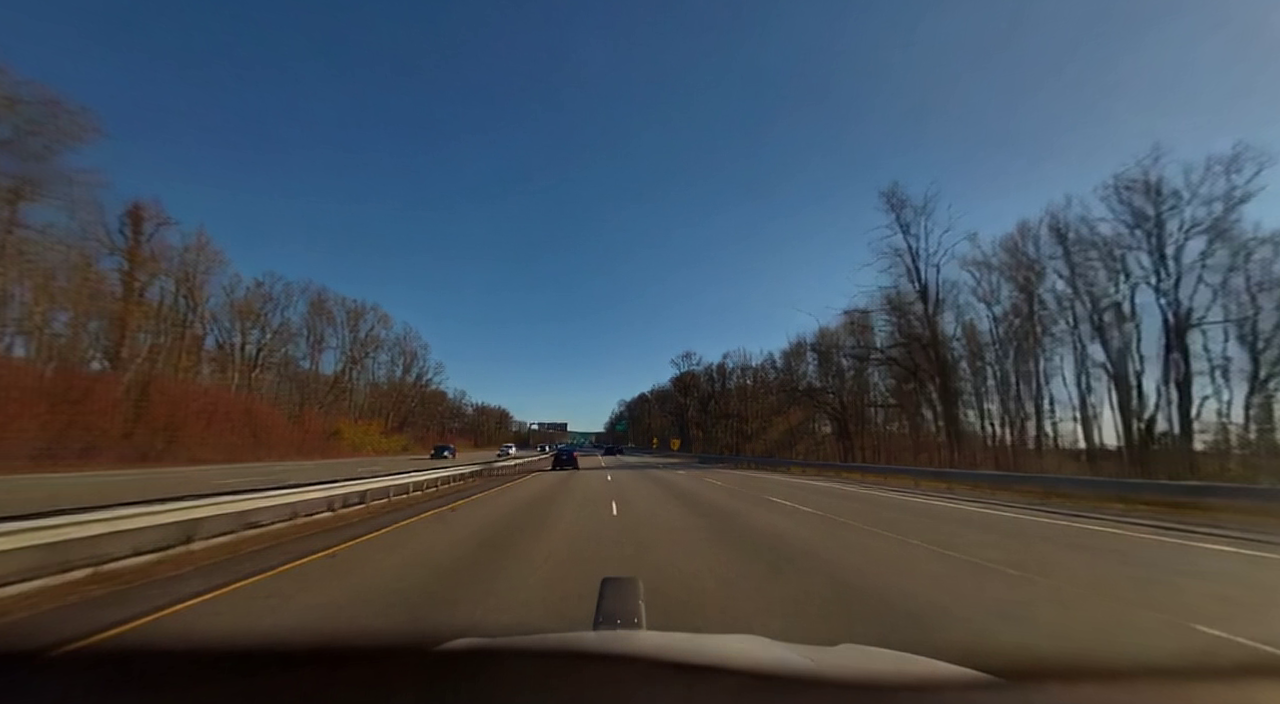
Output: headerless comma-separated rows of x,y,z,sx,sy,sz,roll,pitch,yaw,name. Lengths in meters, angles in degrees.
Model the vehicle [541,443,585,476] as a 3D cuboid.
-4.130,5.827,34.228,2.151,1.693,4.201,0,-9,-4,vehicle
